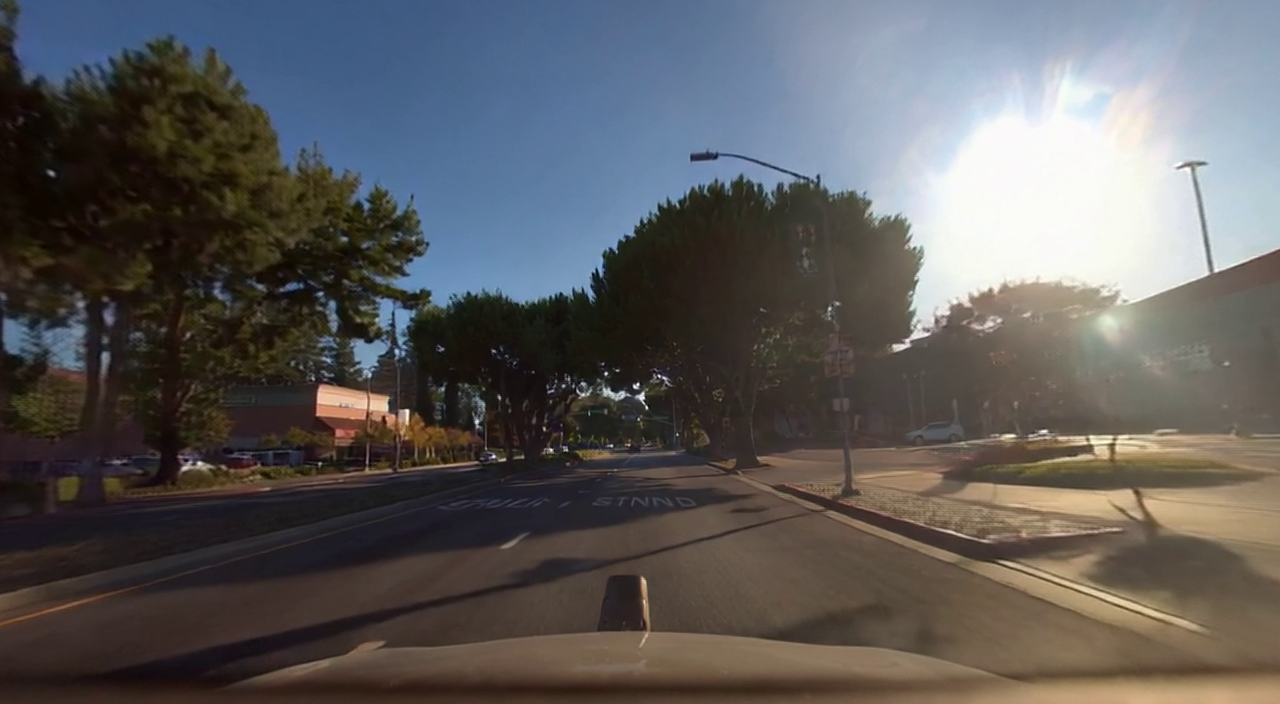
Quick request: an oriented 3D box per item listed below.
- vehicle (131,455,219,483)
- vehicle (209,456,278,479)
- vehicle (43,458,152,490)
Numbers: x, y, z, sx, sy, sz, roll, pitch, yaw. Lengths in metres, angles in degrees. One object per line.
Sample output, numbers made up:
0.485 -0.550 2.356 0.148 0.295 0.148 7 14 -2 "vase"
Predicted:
-28.064 7.046 37.977 3.664 1.564 2.023 0 -9 1 "vehicle"
-27.384 7.944 43.370 3.592 1.501 1.697 0 -9 2 "vehicle"
-27.566 6.205 31.988 3.797 1.527 1.830 0 -9 0 "vehicle"
